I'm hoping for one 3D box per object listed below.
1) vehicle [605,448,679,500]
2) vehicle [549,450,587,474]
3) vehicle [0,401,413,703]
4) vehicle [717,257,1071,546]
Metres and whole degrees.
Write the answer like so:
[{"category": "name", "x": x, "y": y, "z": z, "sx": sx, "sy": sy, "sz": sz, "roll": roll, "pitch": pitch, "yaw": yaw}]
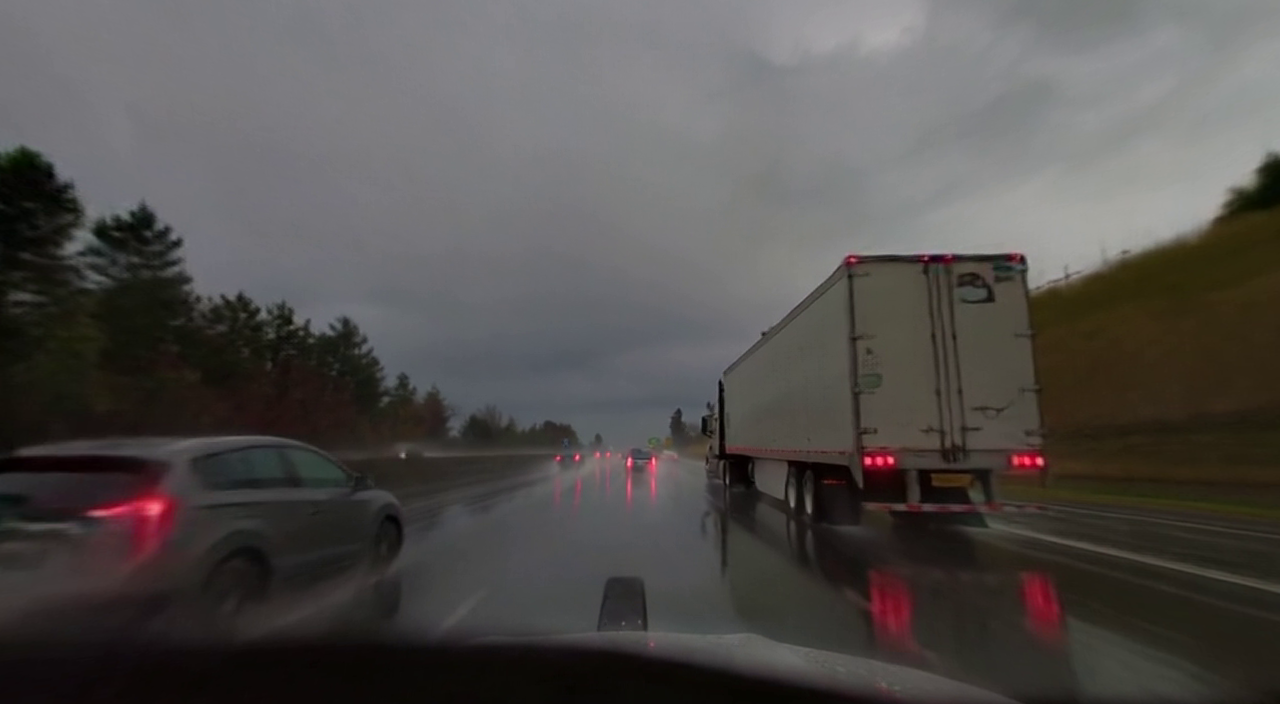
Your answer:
[{"category": "vehicle", "x": 0.033, "y": 3.667, "z": 19.308, "sx": 2.023, "sy": 1.400, "sz": 4.028, "roll": 0, "pitch": -9, "yaw": -1}, {"category": "vehicle", "x": -4.554, "y": 7.043, "z": 40.594, "sx": 2.017, "sy": 1.460, "sz": 4.382, "roll": 0, "pitch": -9, "yaw": -1}, {"category": "vehicle", "x": -3.714, "y": 1.359, "z": 5.003, "sx": 2.153, "sy": 1.581, "sz": 4.375, "roll": 0, "pitch": -9, "yaw": 0}, {"category": "vehicle", "x": 4.398, "y": 1.744, "z": 16.053, "sx": 2.905, "sy": 4.109, "sz": 14.332, "roll": 0, "pitch": -9, "yaw": -1}]
